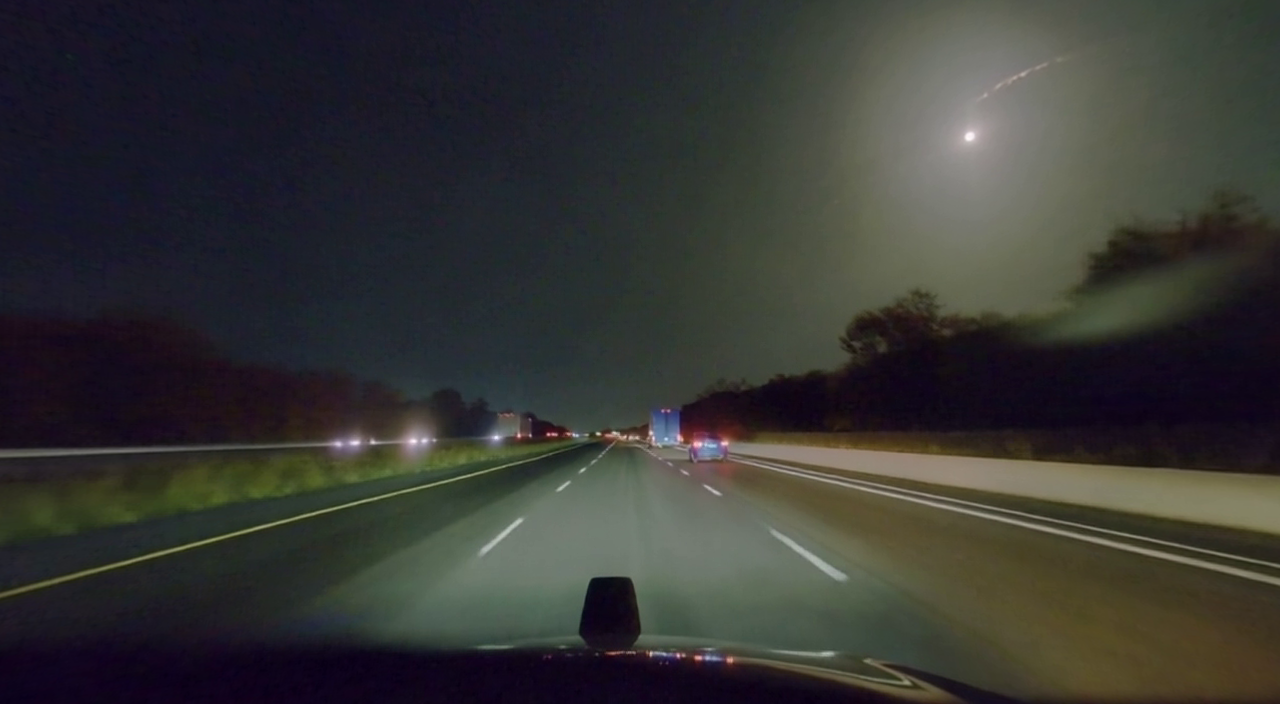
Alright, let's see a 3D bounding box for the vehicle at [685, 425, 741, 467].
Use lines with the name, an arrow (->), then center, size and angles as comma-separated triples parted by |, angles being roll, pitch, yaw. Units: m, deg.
vehicle -> 3.530, 4.621, 31.150 | 2.076, 1.914, 4.287 | 0, -8, -2
